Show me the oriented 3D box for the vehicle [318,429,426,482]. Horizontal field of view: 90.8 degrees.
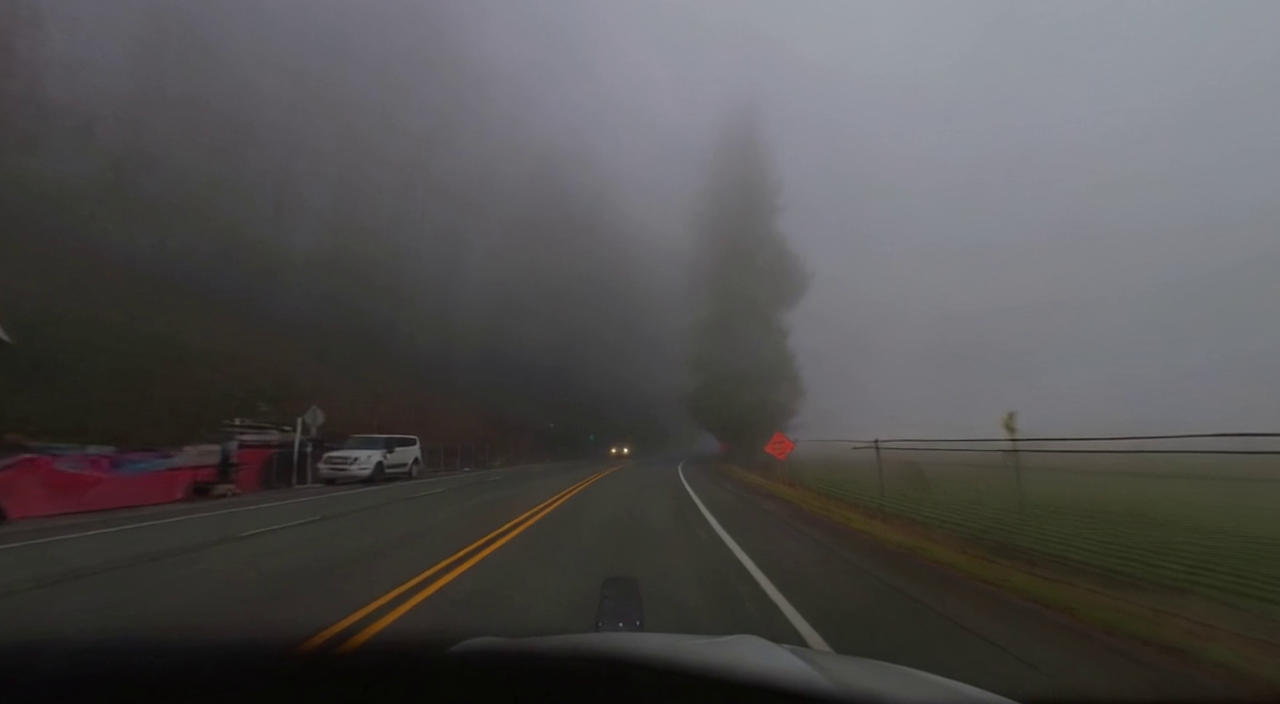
[{"bbox_3d":[-11.694,4.574,28.228,2.244,2.022,6.102,-2,-8,-1],"label":"vehicle"}]
